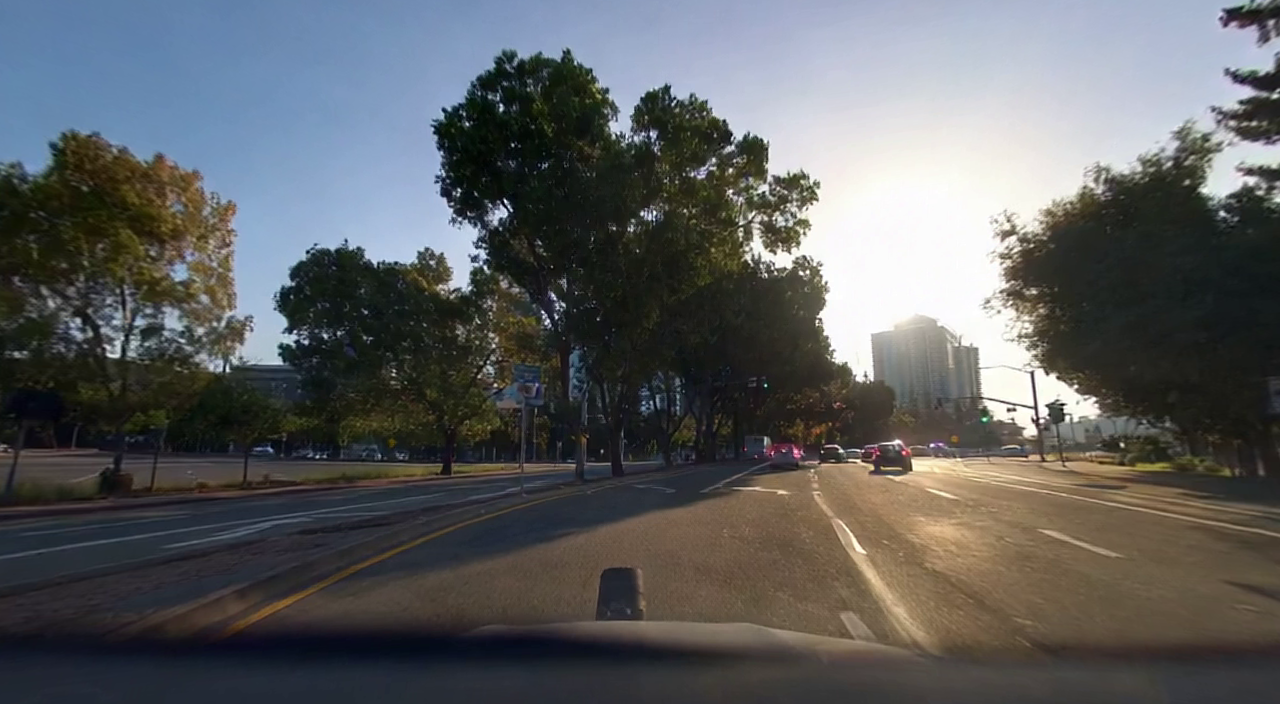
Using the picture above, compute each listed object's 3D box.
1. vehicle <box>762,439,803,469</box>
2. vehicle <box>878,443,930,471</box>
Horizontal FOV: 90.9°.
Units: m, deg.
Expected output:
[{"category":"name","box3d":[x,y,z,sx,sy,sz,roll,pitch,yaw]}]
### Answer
[{"category":"vehicle","box3d":[8.273,5.848,36.329,2.078,1.578,4.107,-3,-9,15]},{"category":"vehicle","box3d":[14.475,5.730,34.755,1.884,1.422,4.262,-2,-9,13]}]
